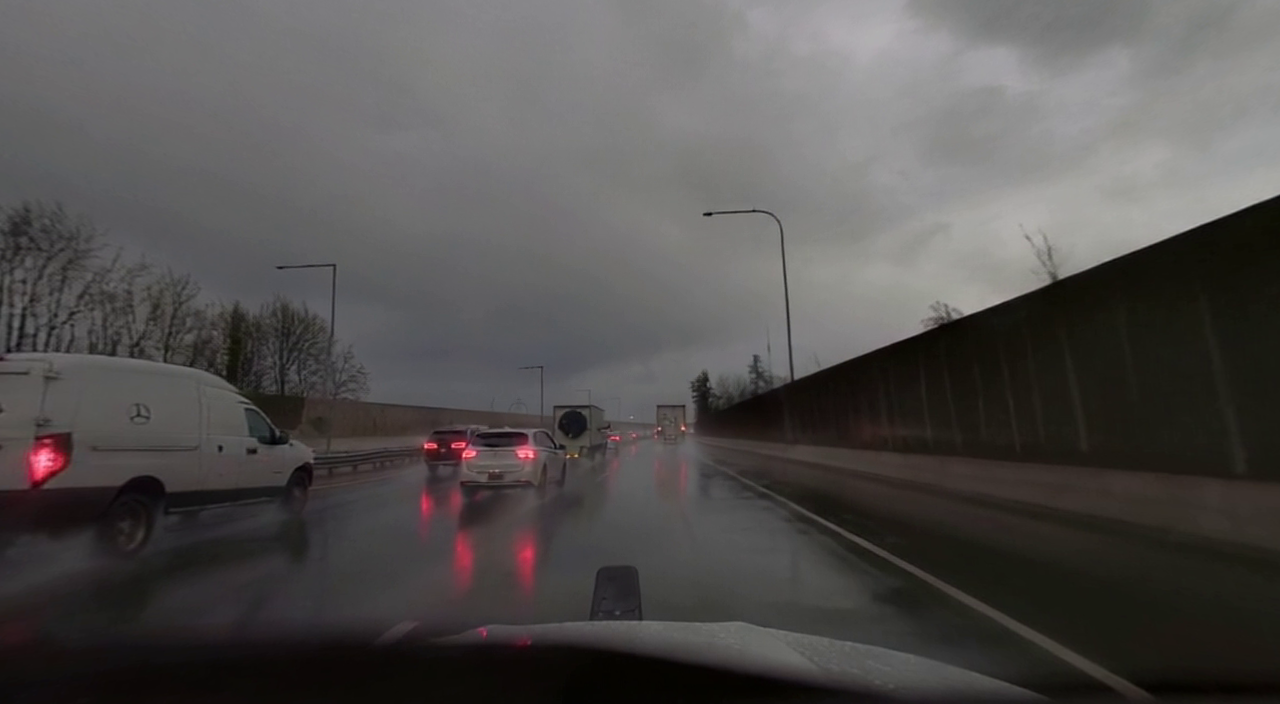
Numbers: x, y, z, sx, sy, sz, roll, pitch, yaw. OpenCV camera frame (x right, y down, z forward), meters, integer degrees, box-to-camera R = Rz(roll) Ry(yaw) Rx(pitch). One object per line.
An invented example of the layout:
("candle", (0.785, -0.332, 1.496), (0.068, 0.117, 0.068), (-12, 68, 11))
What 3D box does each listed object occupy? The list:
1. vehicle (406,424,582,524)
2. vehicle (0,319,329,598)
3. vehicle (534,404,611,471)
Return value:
("vehicle", (-2.421, 2.135, 11.673), (2.089, 1.485, 4.153), (0, -8, 3))
("vehicle", (-6.805, 1.309, 8.244), (2.386, 2.435, 5.831), (0, -8, 1))
("vehicle", (-2.678, 3.592, 26.454), (2.427, 2.514, 5.159), (0, -8, 2))
